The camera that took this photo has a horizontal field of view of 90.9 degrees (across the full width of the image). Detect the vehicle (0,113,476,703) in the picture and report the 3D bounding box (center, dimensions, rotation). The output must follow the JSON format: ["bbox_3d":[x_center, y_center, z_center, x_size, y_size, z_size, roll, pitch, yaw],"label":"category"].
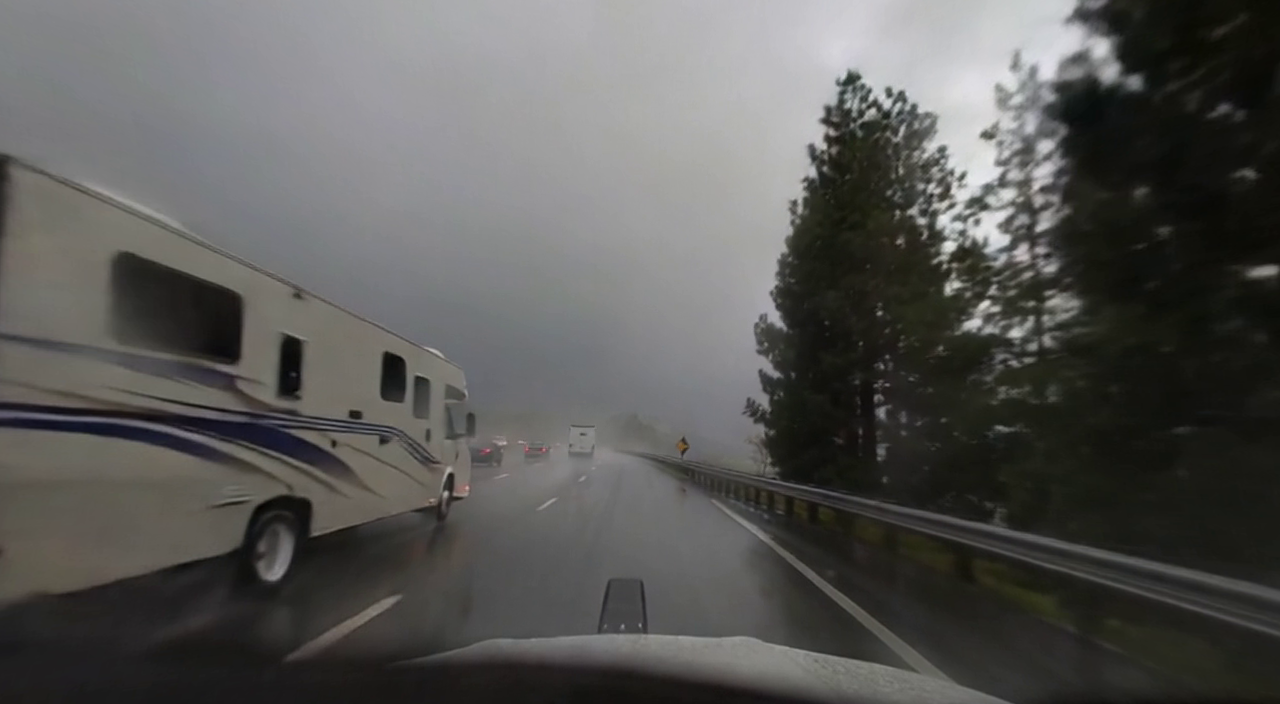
[{"bbox_3d":[-4.125,0.820,6.854,2.542,2.965,7.637,0,-9,0],"label":"vehicle"}]
